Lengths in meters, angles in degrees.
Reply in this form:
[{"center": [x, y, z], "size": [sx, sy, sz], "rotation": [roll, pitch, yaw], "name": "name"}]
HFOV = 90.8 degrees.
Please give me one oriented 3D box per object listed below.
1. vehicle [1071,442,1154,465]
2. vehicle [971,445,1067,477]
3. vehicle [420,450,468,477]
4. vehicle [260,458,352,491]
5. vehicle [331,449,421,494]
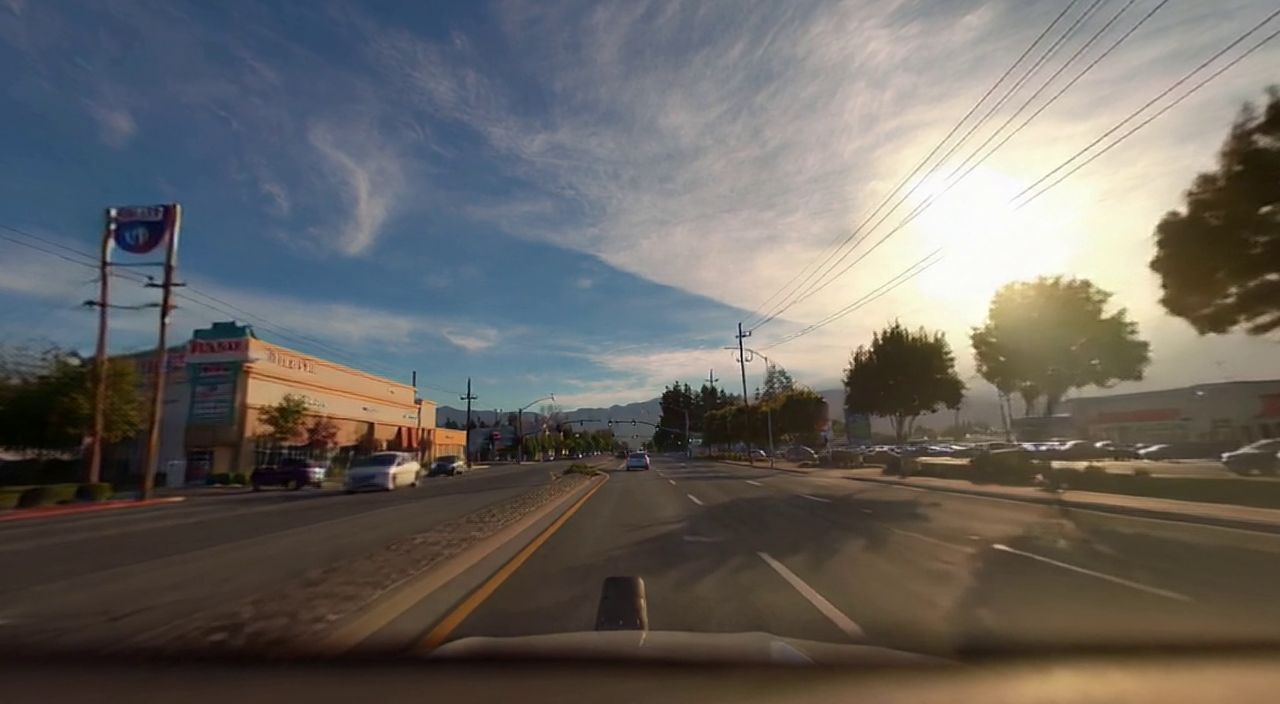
[{"center": [32.094, 6.932, 42.992], "size": [4.036, 1.512, 1.856], "rotation": [0, -9, 1], "name": "vehicle"}, {"center": [19.538, 5.569, 32.550], "size": [4.333, 1.532, 2.037], "rotation": [4, -10, -25], "name": "vehicle"}, {"center": [-14.588, 8.273, 47.268], "size": [2.046, 1.900, 4.689], "rotation": [0, -9, 0], "name": "vehicle"}, {"center": [-19.766, 7.197, 37.514], "size": [4.346, 1.755, 1.874], "rotation": [8, -12, -44], "name": "vehicle"}, {"center": [-11.404, 5.134, 27.648], "size": [2.004, 1.787, 4.384], "rotation": [0, -9, 0], "name": "vehicle"}]
